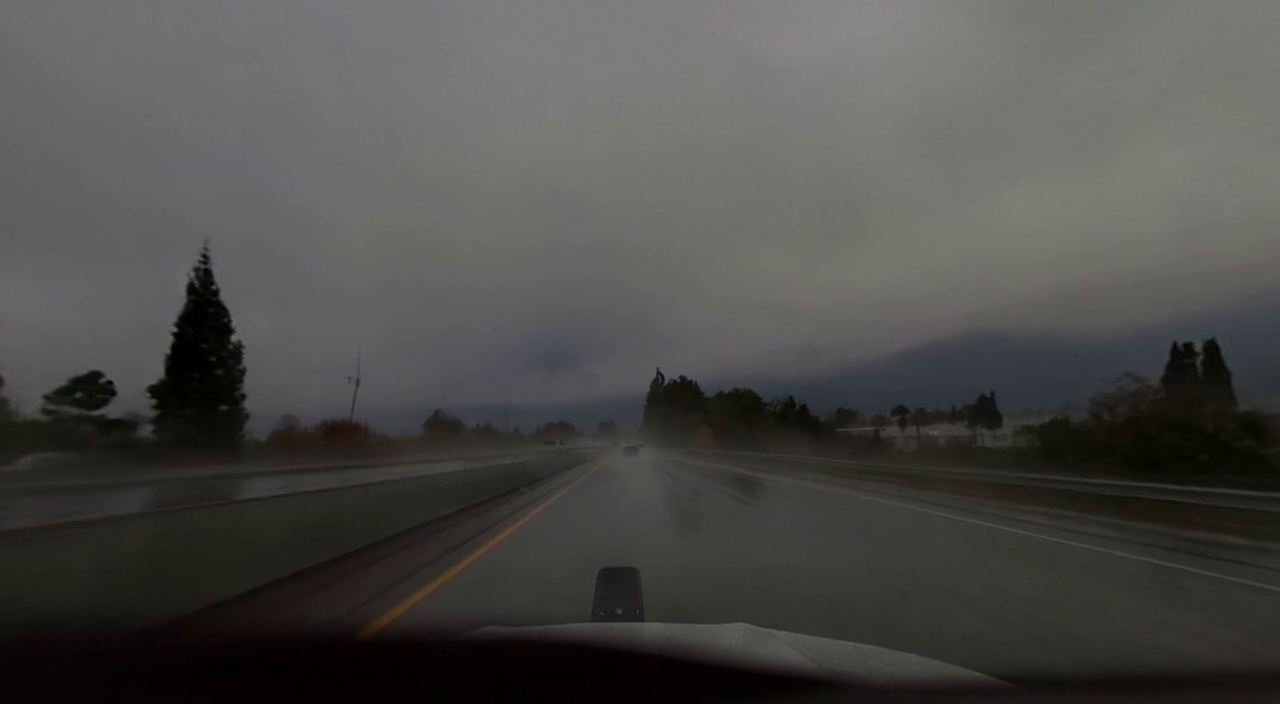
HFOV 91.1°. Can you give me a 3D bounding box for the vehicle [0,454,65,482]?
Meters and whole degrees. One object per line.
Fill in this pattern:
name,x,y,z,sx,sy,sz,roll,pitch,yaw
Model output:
vehicle,-36.802,6.768,36.720,2.011,1.509,4.568,0,-9,1
